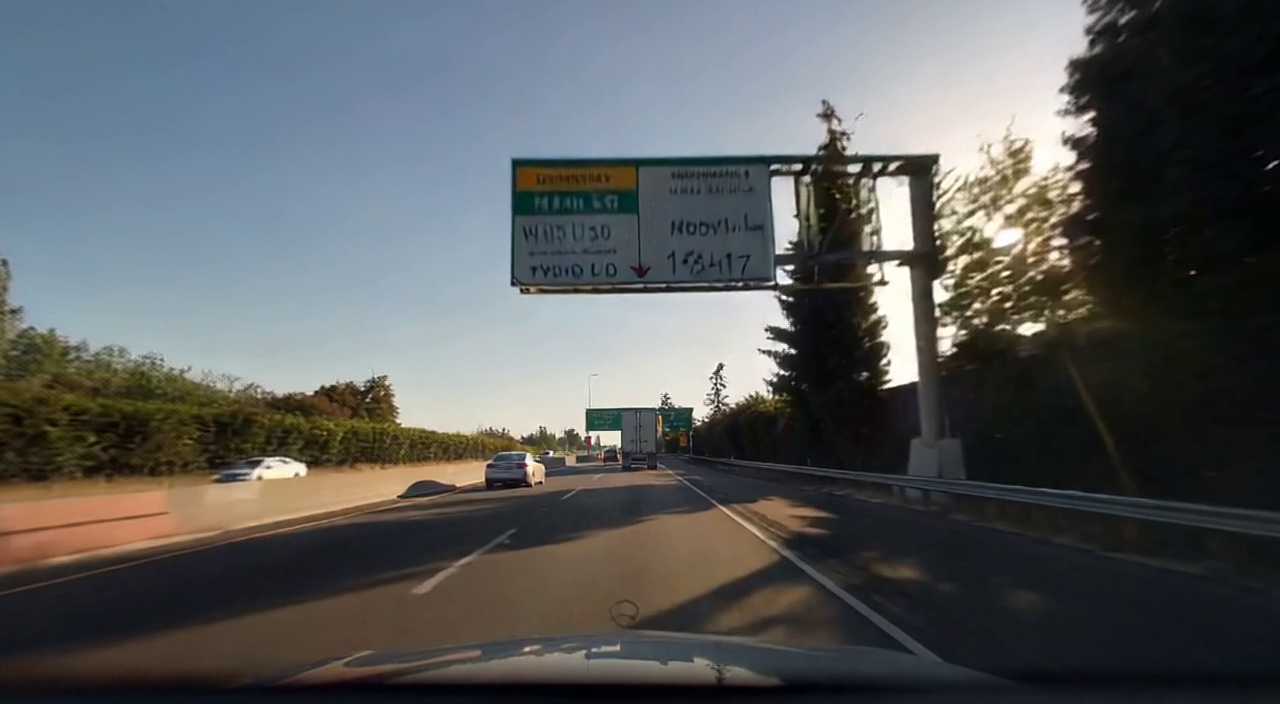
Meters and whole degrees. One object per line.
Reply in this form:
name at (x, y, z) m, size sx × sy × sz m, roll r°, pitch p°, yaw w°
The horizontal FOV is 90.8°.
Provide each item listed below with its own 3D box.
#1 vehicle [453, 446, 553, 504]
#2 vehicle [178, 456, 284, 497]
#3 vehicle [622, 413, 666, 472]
vehicle at (-4.017, 3.693, 19.377) m, size 2.053 × 1.523 × 4.450 m, roll -1°, pitch -9°, yaw 0°
vehicle at (-15.971, 4.852, 24.852) m, size 1.781 × 1.417 × 3.527 m, roll 0°, pitch -9°, yaw 0°
vehicle at (0.153, 6.601, 45.624) m, size 2.864 × 3.805 × 9.500 m, roll 0°, pitch -9°, yaw -1°
